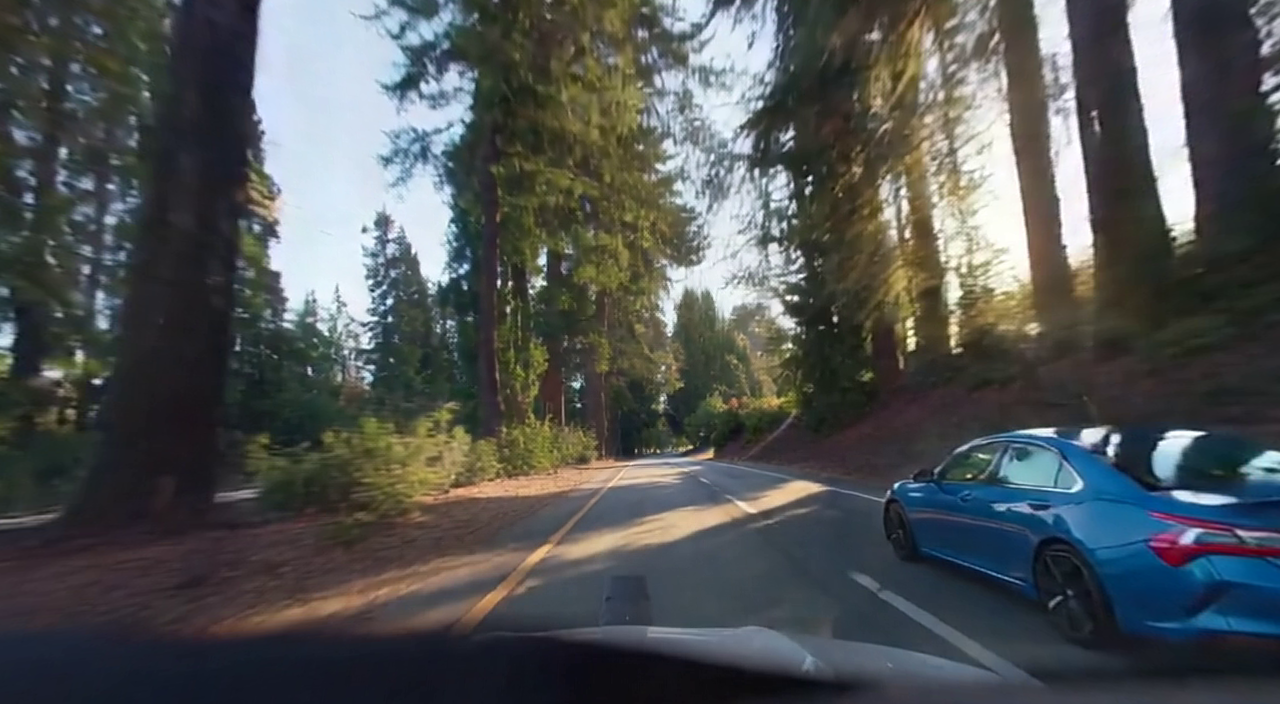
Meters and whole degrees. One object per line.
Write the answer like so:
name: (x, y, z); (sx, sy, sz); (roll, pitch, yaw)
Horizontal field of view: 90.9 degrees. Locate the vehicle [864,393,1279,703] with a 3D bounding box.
vehicle: (3.682, 1.280, 4.937); (2.061, 1.503, 4.823); (0, -9, 0)
